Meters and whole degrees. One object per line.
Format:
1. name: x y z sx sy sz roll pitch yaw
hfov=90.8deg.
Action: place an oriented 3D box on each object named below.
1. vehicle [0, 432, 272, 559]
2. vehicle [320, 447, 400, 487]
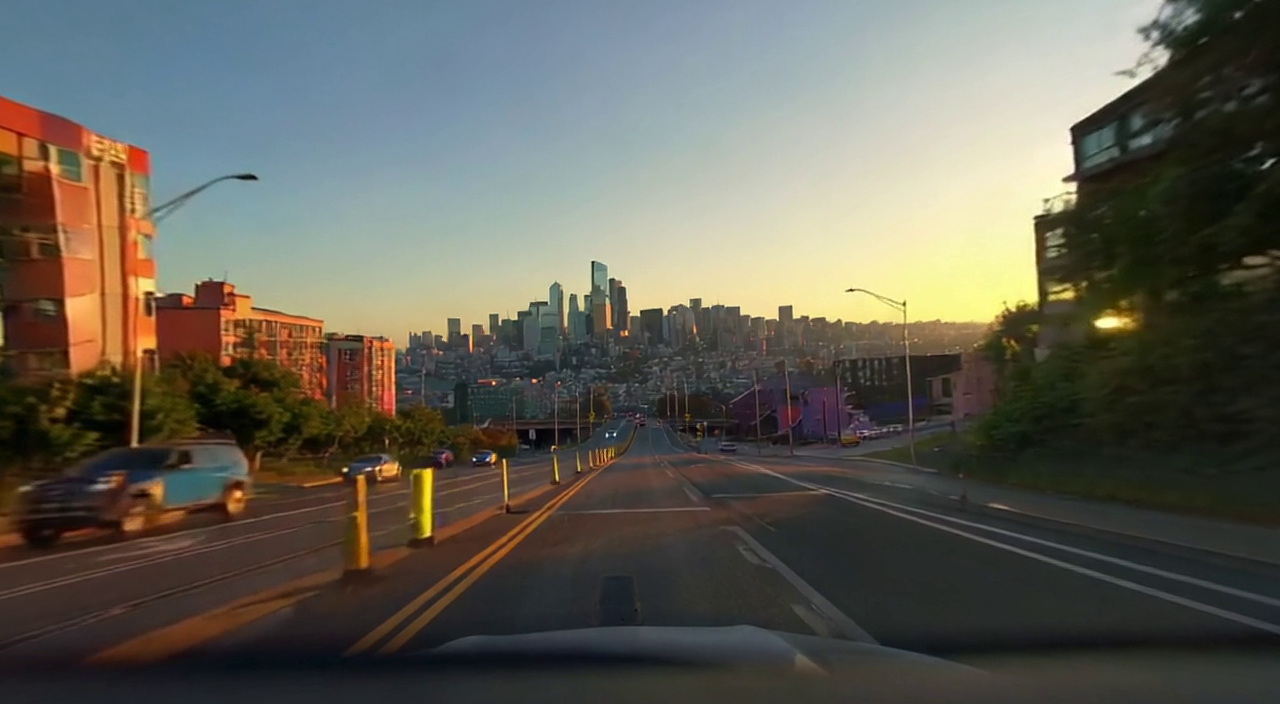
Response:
1. vehicle: -9.244 2.498 11.864 2.112 1.873 4.717 1 -8 -5
2. vehicle: -12.061 4.941 27.598 2.145 1.559 4.967 2 -9 -11
